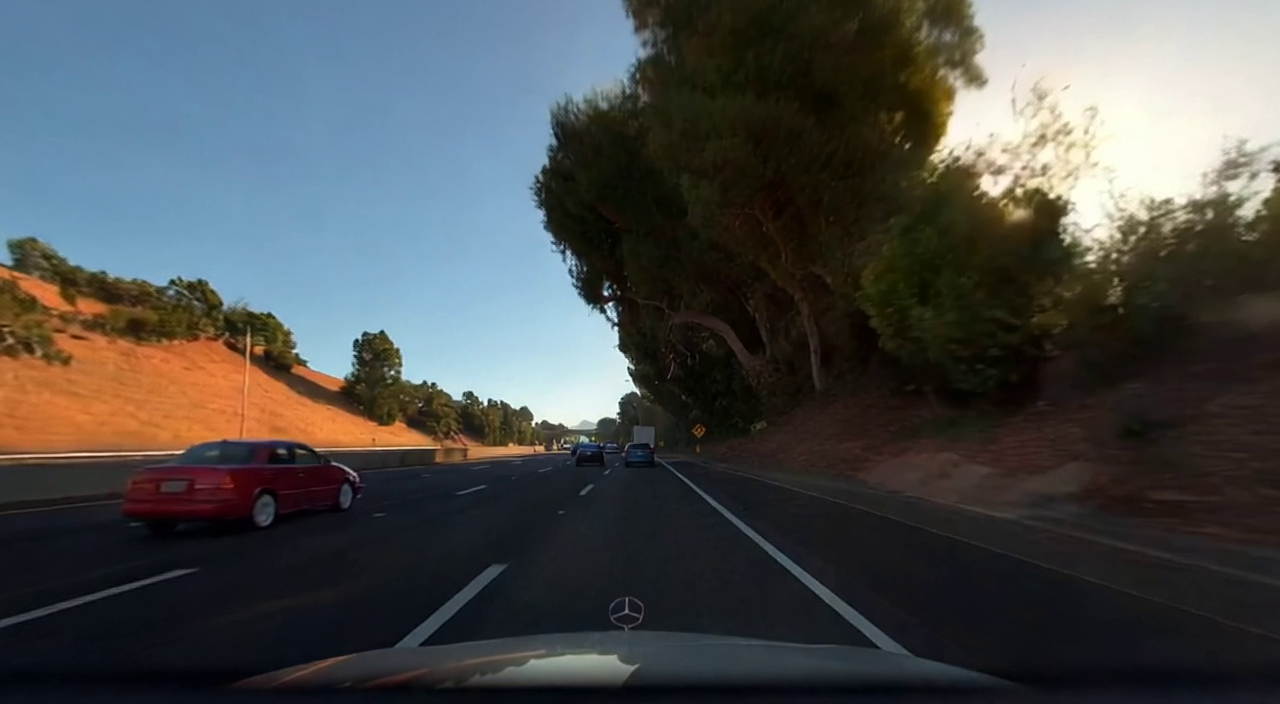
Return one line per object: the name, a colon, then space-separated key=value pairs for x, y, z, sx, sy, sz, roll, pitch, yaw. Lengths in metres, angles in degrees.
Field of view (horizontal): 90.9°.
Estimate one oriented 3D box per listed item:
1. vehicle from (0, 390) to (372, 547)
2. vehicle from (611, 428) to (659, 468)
vehicle: x=-6.997 y=1.877 z=10.819 sx=2.323 sy=1.947 sz=5.672 roll=0 pitch=-8 yaw=0
vehicle: x=-0.234 y=4.997 z=32.849 sx=2.309 sy=1.915 sz=5.130 roll=0 pitch=-8 yaw=0
